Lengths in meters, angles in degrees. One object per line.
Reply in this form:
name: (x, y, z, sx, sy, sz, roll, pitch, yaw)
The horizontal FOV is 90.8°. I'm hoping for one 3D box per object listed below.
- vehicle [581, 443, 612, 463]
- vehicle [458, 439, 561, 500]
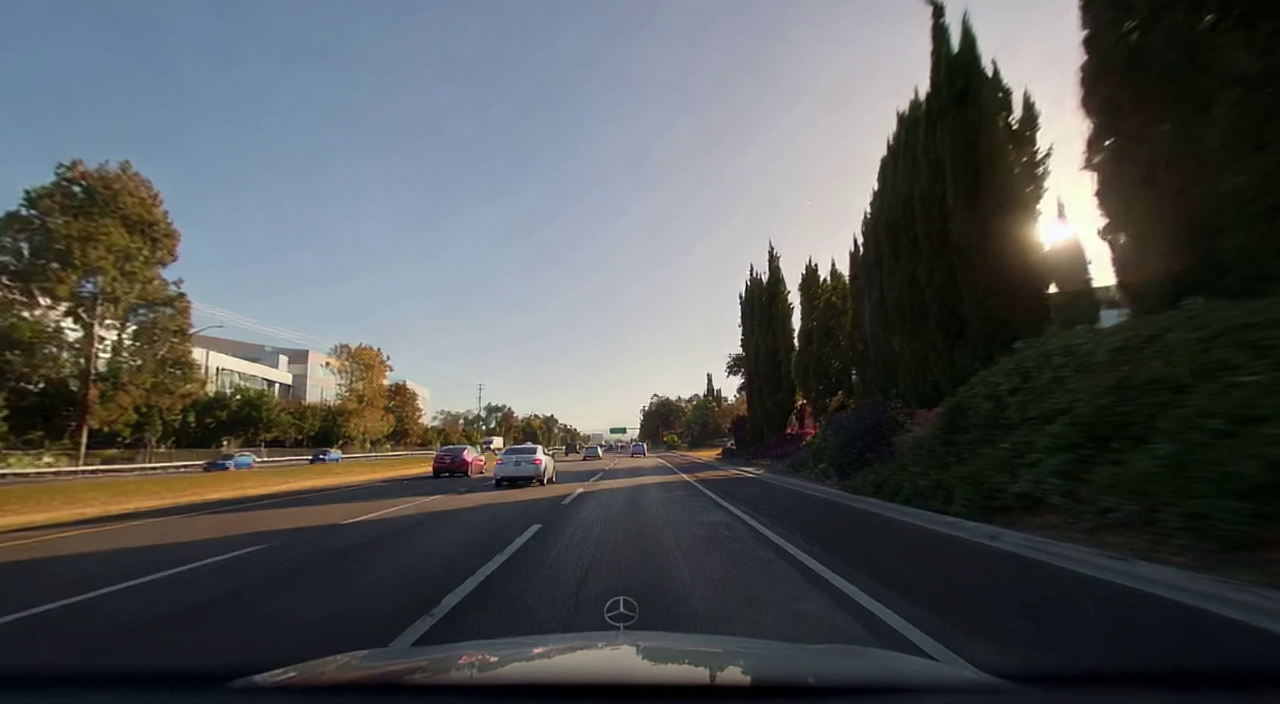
vehicle: (-3.287, 7.772, 48.681, 2.086, 1.460, 4.301, 0, -9, 0)
vehicle: (-3.413, 3.146, 17.360, 1.920, 1.463, 4.134, 0, -9, 0)
